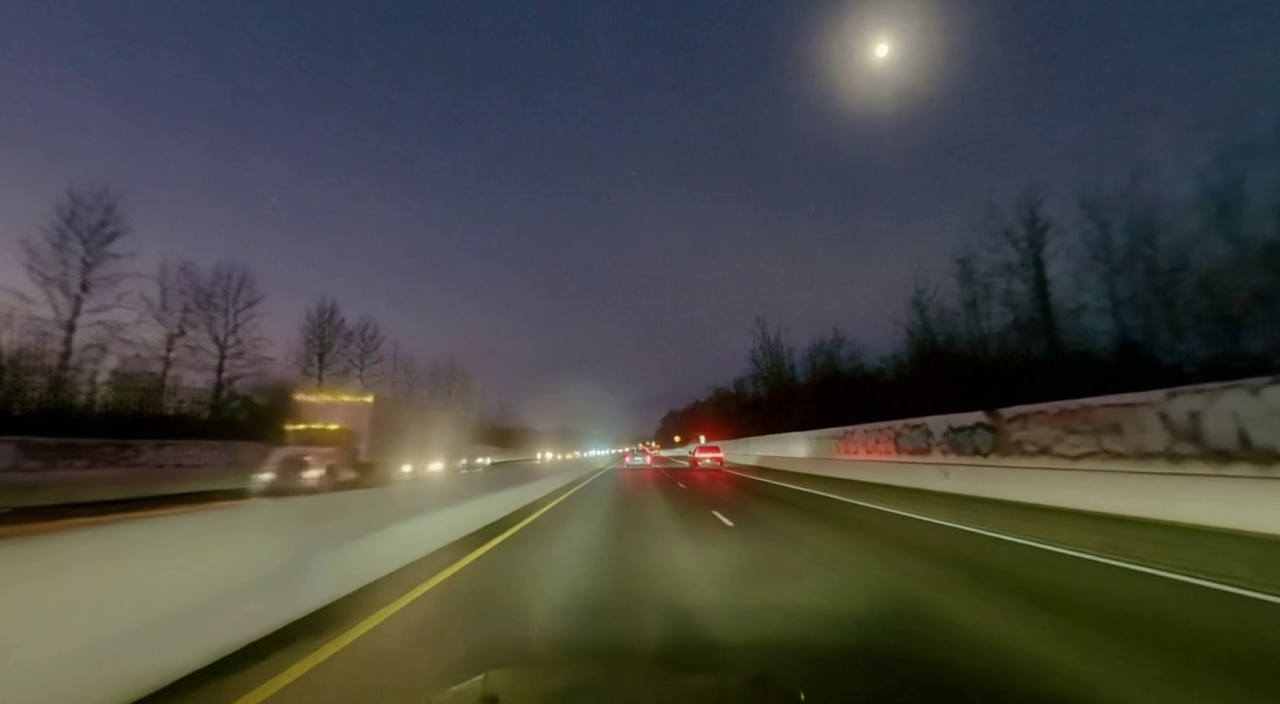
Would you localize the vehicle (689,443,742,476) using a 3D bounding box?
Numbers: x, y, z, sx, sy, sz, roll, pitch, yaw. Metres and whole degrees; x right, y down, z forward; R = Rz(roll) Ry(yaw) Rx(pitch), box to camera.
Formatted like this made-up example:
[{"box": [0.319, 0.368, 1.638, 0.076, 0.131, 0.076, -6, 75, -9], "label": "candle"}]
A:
[{"box": [3.986, 5.794, 33.879, 2.303, 1.614, 4.154, -1, -9, 0], "label": "vehicle"}]

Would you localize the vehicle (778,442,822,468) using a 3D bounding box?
[{"box": [10.251, 6.626, 40.400, 1.797, 1.588, 3.848, -1, -9, 1], "label": "vehicle"}]

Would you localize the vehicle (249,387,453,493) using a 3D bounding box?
[{"box": [-13.273, 4.520, 31.583, 3.029, 3.989, 15.326, 0, -9, 0], "label": "vehicle"}]

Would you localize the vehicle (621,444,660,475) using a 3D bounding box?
[{"box": [-0.001, 6.210, 36.378, 2.095, 1.671, 4.219, 0, -9, -1], "label": "vehicle"}]

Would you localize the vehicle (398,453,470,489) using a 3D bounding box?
[{"box": [-9.431, 5.460, 29.036, 1.889, 1.495, 4.400, 0, -9, -1], "label": "vehicle"}]
